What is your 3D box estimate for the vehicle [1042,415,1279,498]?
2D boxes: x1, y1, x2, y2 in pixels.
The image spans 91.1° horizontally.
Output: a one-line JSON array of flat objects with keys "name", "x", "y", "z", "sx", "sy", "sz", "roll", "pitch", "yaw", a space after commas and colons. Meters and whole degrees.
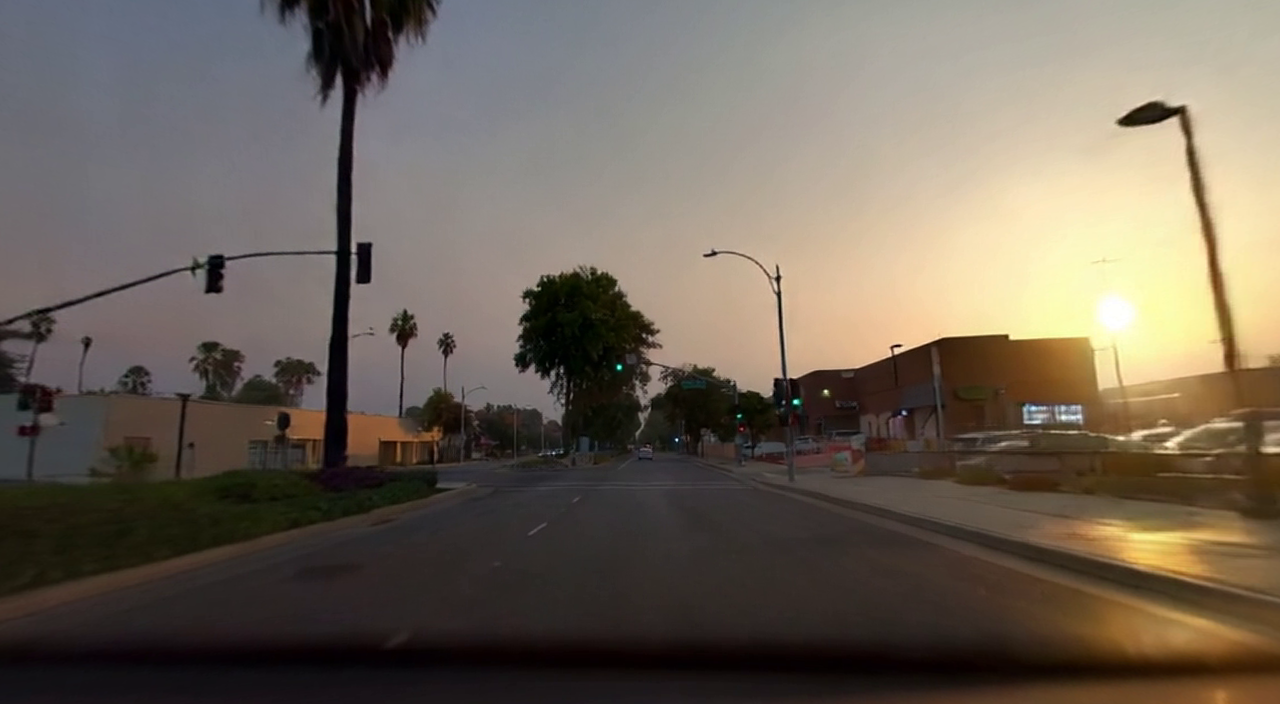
[{"name": "vehicle", "x": 11.540, "y": 2.264, "z": 13.691, "sx": 4.273, "sy": 1.628, "sz": 1.865, "roll": 0, "pitch": -10, "yaw": -4}]
